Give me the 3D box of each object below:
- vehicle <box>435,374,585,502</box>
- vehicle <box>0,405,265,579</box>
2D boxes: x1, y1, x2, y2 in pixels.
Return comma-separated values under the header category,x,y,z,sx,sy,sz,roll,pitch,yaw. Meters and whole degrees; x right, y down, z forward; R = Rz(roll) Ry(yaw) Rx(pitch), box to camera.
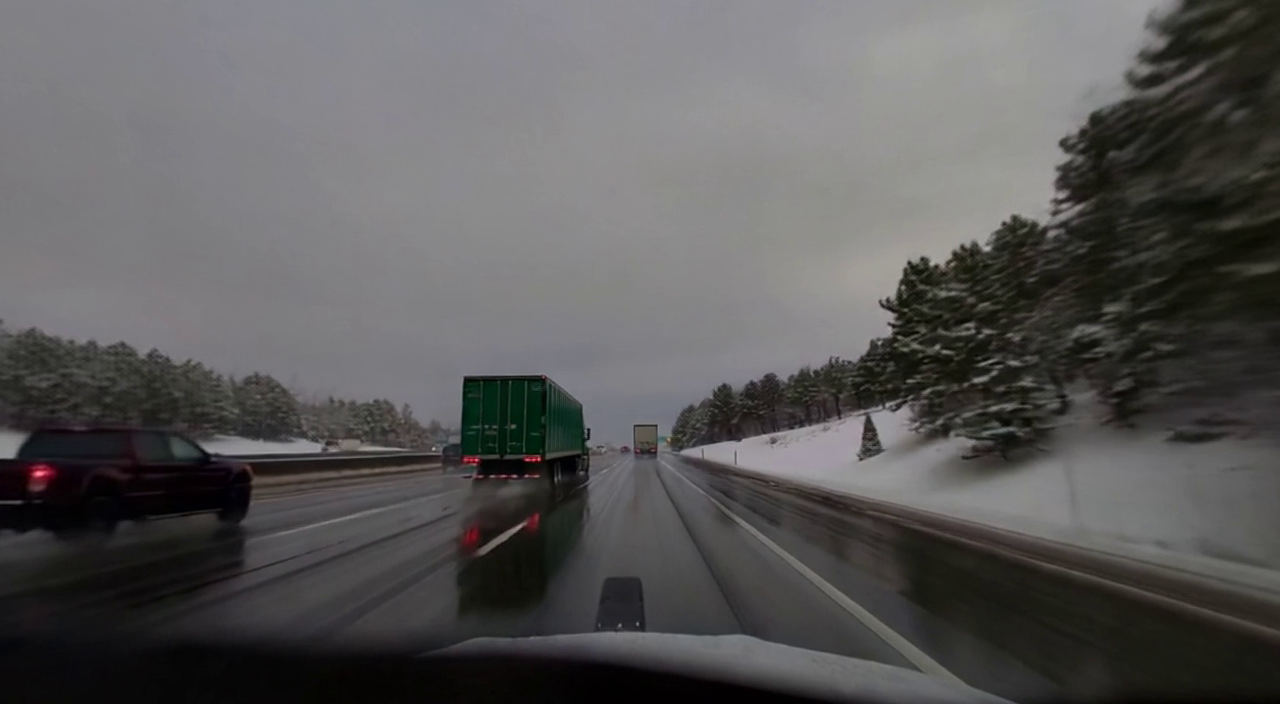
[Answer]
category,x,y,z,sx,sy,sz,roll,pitch,yaw
vehicle,-3.814,3.034,21.750,2.789,3.271,10.894,0,-9,0
vehicle,-7.456,1.689,8.228,2.125,1.725,4.715,0,-9,0
